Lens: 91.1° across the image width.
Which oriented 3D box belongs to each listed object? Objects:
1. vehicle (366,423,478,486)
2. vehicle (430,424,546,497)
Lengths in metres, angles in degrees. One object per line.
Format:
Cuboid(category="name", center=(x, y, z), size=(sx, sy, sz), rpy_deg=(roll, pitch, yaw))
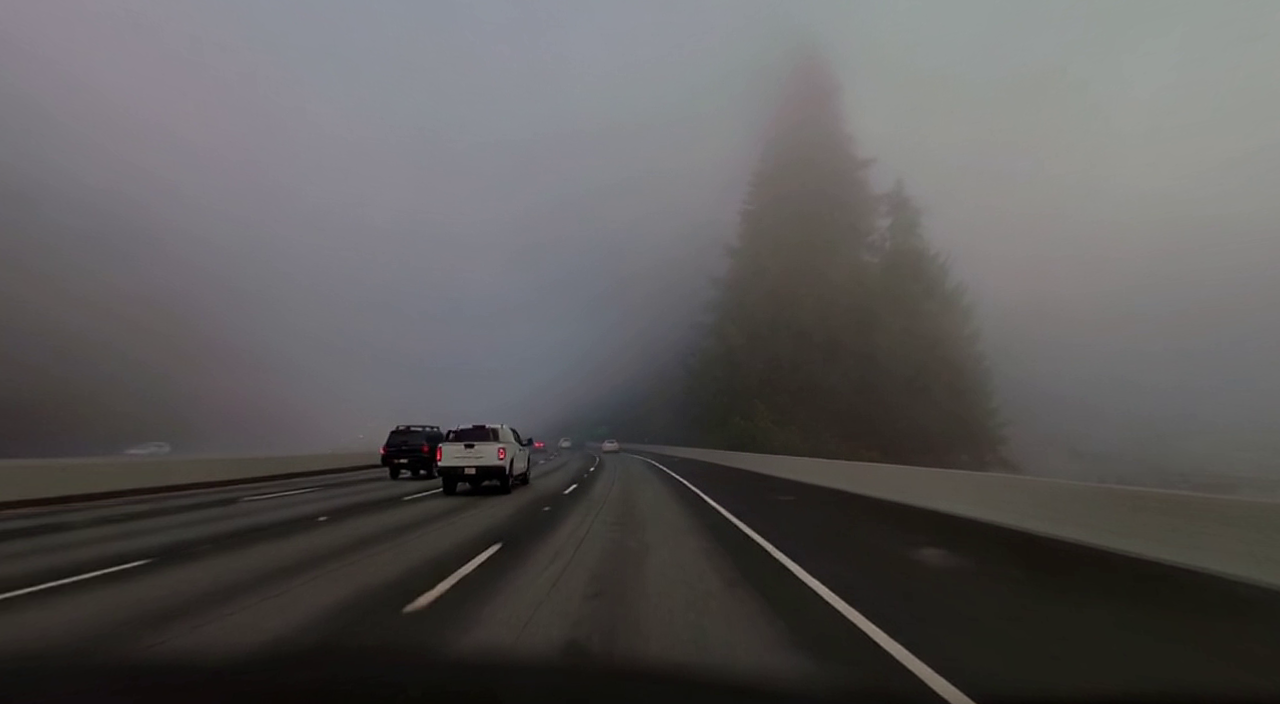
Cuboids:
Cuboid(category="vehicle", center=(-7.552, 3.614, 22.419), size=(2.160, 1.949, 5.293), rpy_deg=(0, -8, -1))
Cuboid(category="vehicle", center=(-4.187, 3.086, 18.273), size=(2.142, 1.789, 5.009), rpy_deg=(0, -8, 0))
